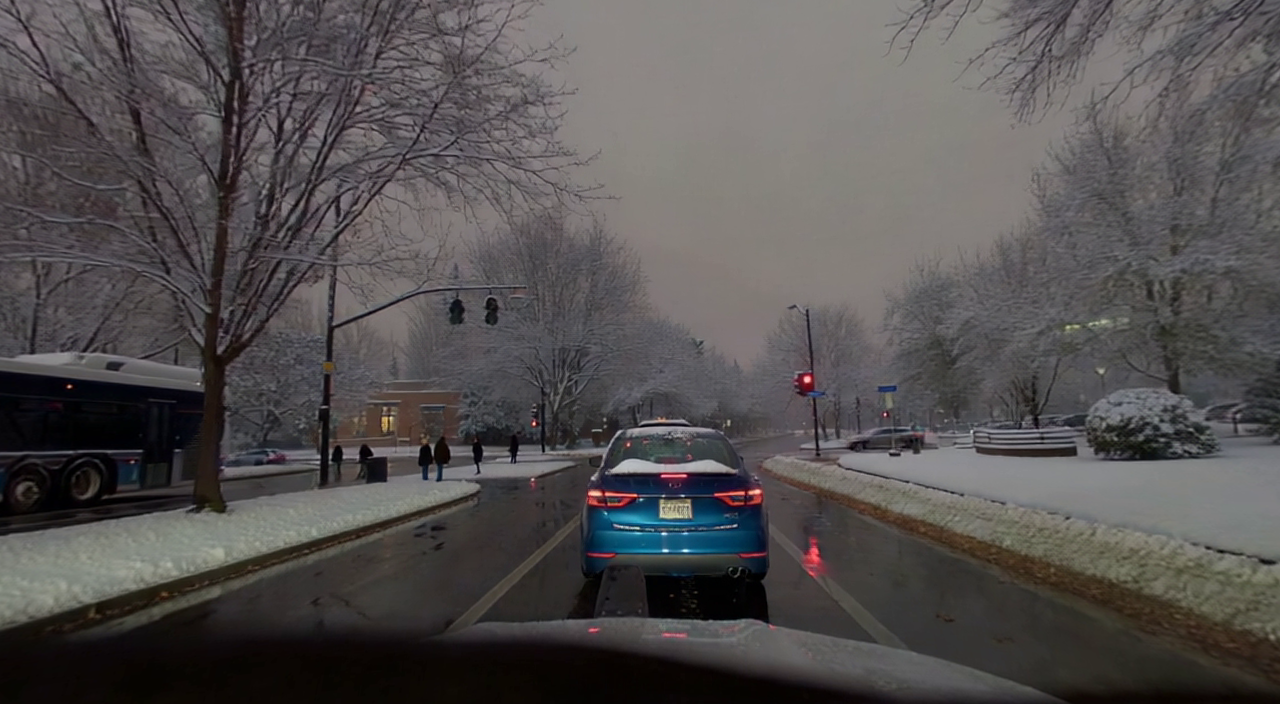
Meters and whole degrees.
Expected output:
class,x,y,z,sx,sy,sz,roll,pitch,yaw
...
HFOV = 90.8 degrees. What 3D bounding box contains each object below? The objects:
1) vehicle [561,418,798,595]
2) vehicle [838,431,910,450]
class,x,y,z,sx,sy,sz,roll,pitch,yaw
vehicle,0.370,1.615,7.403,2.035,1.499,3.799,0,-8,1
vehicle,18.169,6.910,49.265,4.830,1.461,1.883,-1,-9,3
